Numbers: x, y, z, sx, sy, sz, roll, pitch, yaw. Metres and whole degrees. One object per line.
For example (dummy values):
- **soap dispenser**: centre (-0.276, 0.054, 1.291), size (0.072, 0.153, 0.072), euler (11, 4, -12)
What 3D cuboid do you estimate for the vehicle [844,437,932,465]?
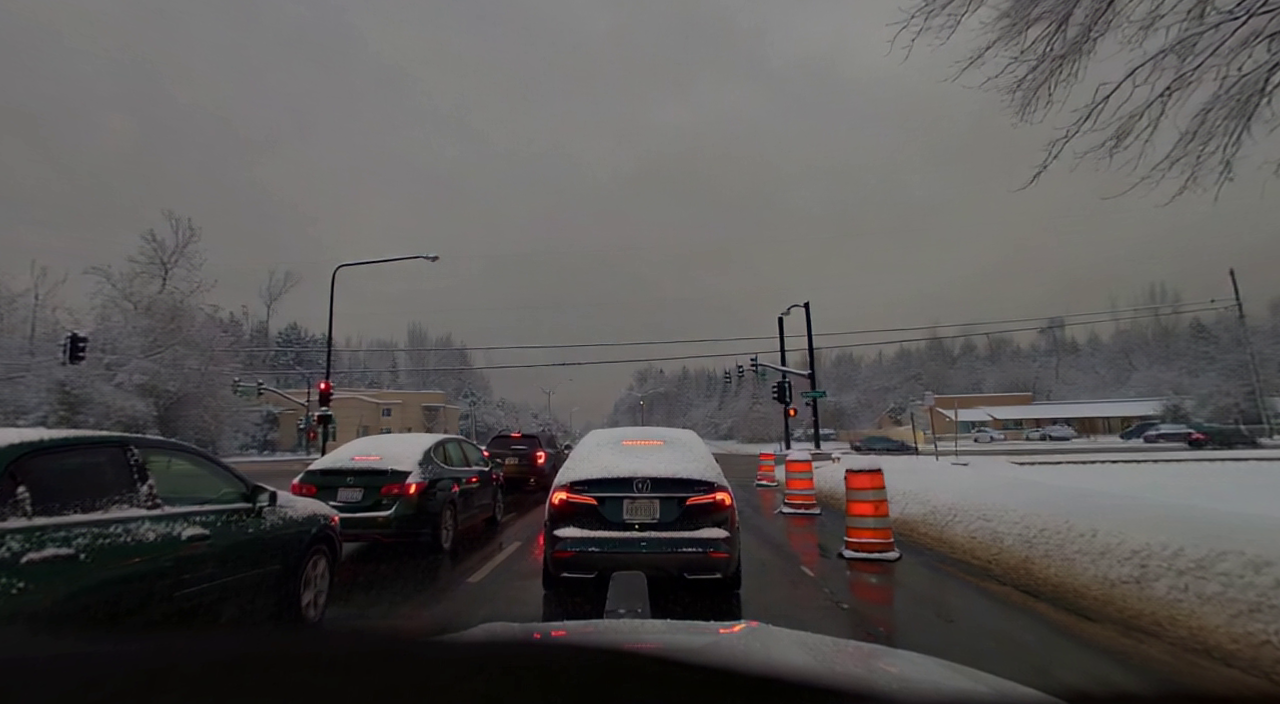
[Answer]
- **vehicle**: centre (15.986, 6.400, 40.715), size (4.827, 1.729, 1.986), euler (0, -9, 1)

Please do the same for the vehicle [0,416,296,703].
- **vehicle**: centre (-3.587, 0.947, 2.152), size (2.064, 1.497, 4.722), euler (0, -9, 1)

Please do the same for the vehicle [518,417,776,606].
- **vehicle**: centre (0.102, 1.623, 7.213), size (2.167, 1.560, 3.676), euler (0, -9, 1)

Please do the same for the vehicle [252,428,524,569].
- **vehicle**: centre (-3.277, 1.996, 9.452), size (1.989, 1.541, 4.626), euler (0, -9, 2)

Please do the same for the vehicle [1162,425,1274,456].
- **vehicle**: centre (37.408, 5.762, 40.857), size (5.082, 1.907, 2.115), euler (0, -9, 1)
